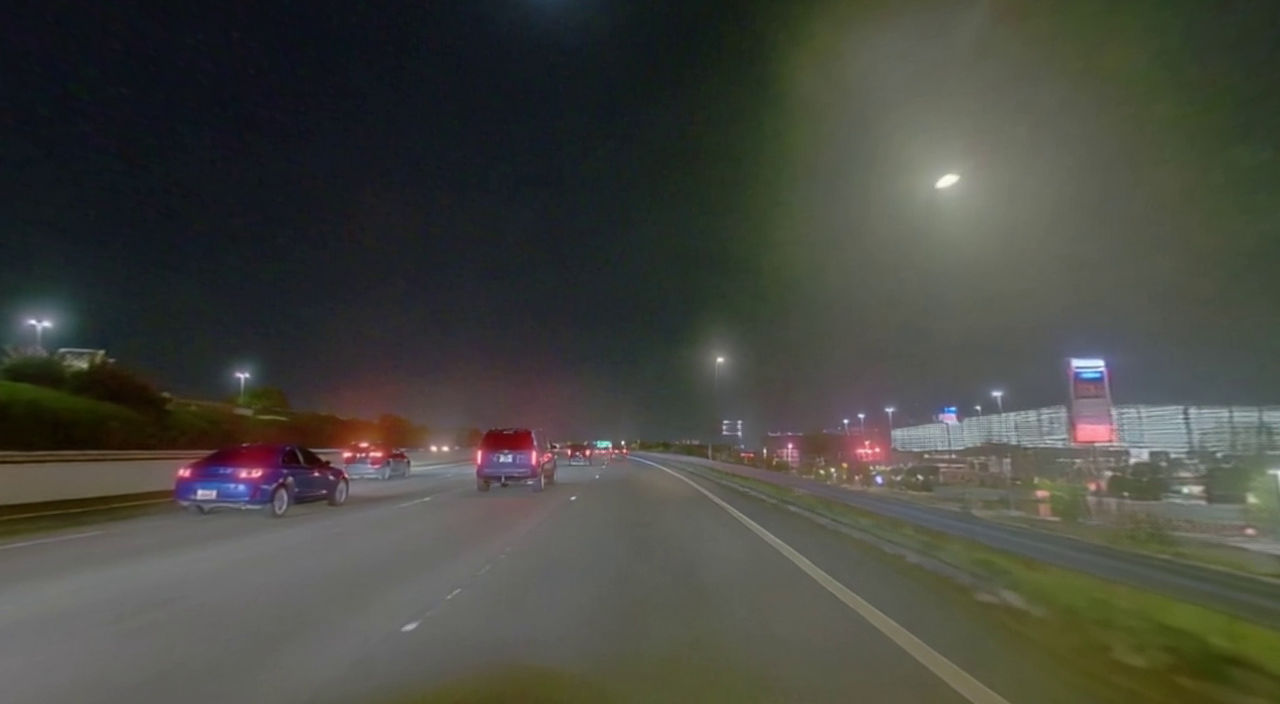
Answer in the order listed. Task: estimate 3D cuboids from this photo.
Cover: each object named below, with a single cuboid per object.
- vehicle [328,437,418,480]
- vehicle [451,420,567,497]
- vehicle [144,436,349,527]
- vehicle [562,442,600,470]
[{"bbox_3d":[-11.309,4.530,27.085,1.919,1.665,4.394,0,-8,0],"label":"vehicle"},{"bbox_3d":[-3.754,3.181,19.261,2.301,1.985,5.247,0,-8,1],"label":"vehicle"},{"bbox_3d":[-7.410,2.422,12.339,1.796,1.509,3.393,0,-8,0],"label":"vehicle"},{"bbox_3d":[-3.543,6.315,38.449,1.955,1.614,3.817,0,-8,0],"label":"vehicle"}]
